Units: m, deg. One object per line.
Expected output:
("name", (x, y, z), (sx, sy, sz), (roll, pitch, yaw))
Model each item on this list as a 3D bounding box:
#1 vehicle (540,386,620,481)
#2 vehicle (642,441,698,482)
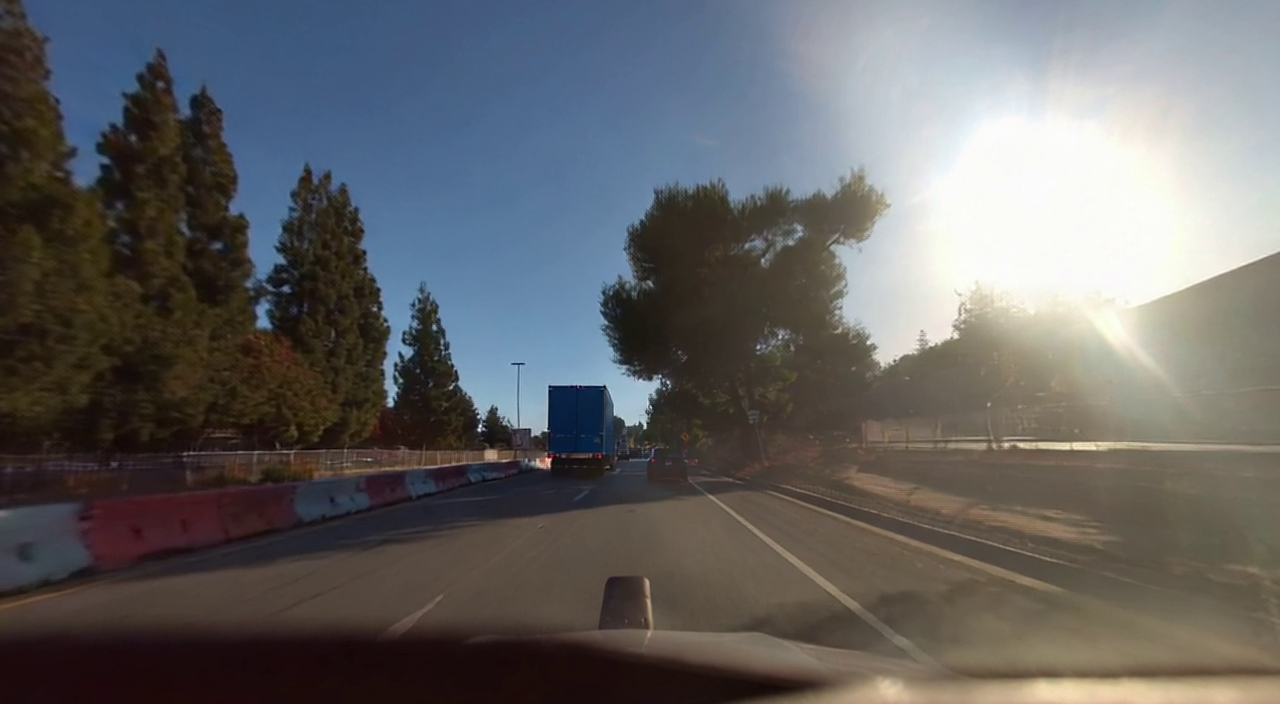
("vehicle", (-2.835, 4.697, 35.307), (2.906, 4.115, 15.715), (0, -9, 0))
("vehicle", (1.257, 4.844, 28.279), (2.304, 1.675, 4.462), (0, -9, 0))
